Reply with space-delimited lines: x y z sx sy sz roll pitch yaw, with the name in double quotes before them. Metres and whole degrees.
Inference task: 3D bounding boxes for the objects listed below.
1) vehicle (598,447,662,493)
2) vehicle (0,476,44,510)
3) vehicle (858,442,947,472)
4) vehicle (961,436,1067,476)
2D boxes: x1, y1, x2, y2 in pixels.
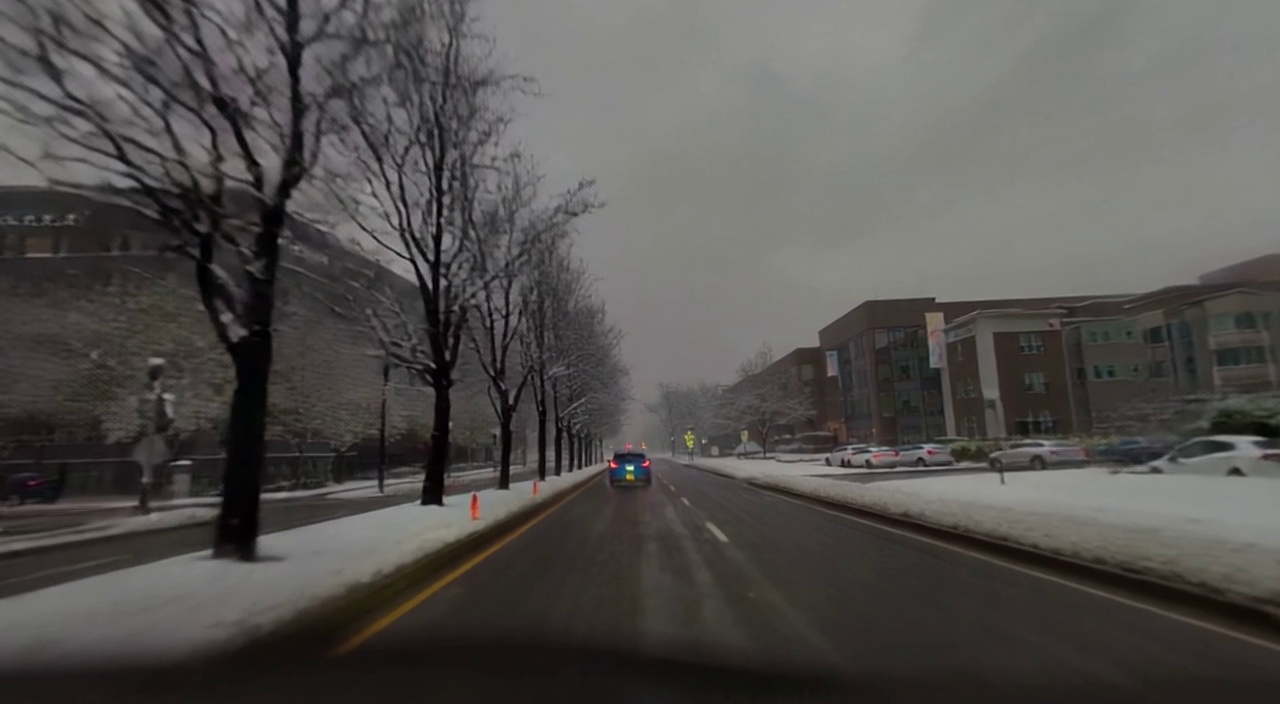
"vehicle" -0.383 4.121 22.429 2.063 1.442 4.135 0 -9 -2
"vehicle" -32.565 7.303 32.802 1.970 1.476 3.940 7 -12 -41
"vehicle" 14.335 5.722 34.614 4.003 1.476 1.884 -2 -8 2
"vehicle" 15.181 4.247 25.844 1.913 1.470 3.714 0 -9 -3
